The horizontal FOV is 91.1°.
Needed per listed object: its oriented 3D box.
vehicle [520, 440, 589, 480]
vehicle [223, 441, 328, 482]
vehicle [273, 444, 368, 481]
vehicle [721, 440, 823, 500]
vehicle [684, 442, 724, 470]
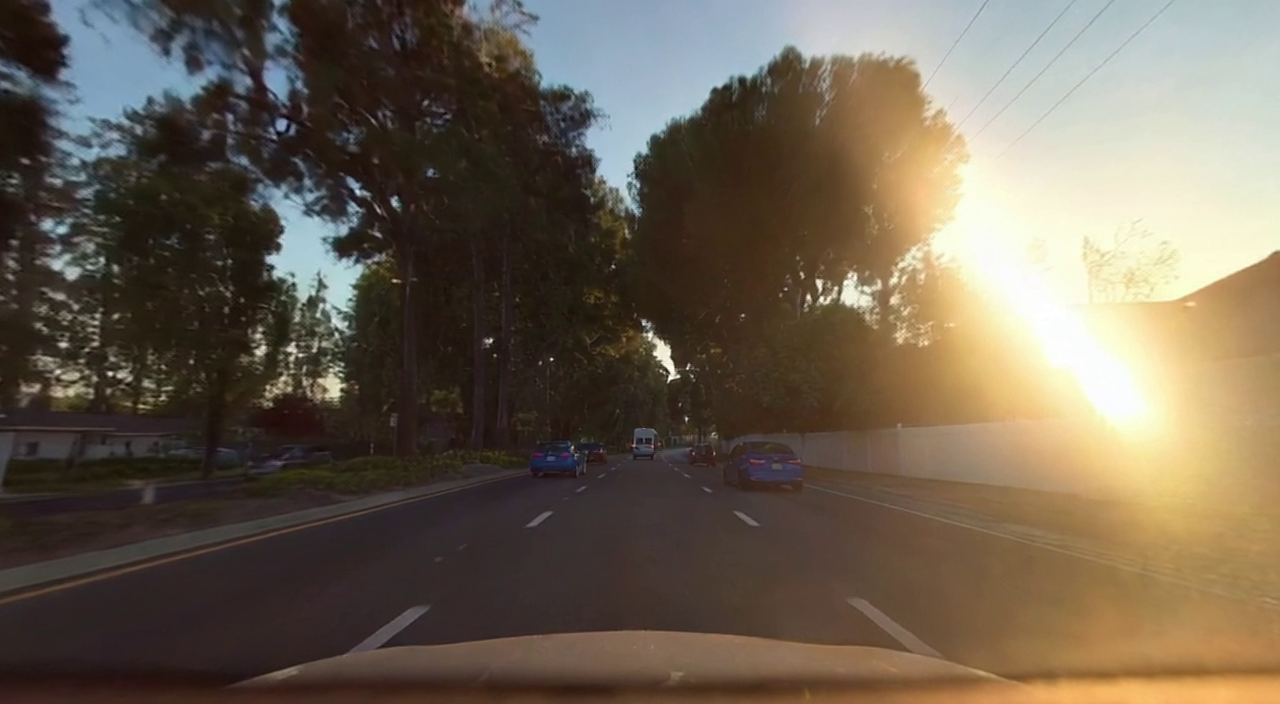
[{"bbox_3d":[-3.340,4.312,25.423,2.036,1.474,4.647,0,-8,1],"label":"vehicle"},{"bbox_3d":[-17.647,5.293,30.735,2.107,1.796,5.011,0,-8,0],"label":"vehicle"},{"bbox_3d":[-13.803,4.765,27.453,1.816,1.484,4.356,0,-8,0],"label":"vehicle"},{"bbox_3d":[3.580,3.271,17.827,1.945,1.469,4.258,0,-8,0],"label":"vehicle"},{"bbox_3d":[3.847,6.295,38.204,1.905,1.520,4.340,1,-8,-1],"label":"vehicle"}]
